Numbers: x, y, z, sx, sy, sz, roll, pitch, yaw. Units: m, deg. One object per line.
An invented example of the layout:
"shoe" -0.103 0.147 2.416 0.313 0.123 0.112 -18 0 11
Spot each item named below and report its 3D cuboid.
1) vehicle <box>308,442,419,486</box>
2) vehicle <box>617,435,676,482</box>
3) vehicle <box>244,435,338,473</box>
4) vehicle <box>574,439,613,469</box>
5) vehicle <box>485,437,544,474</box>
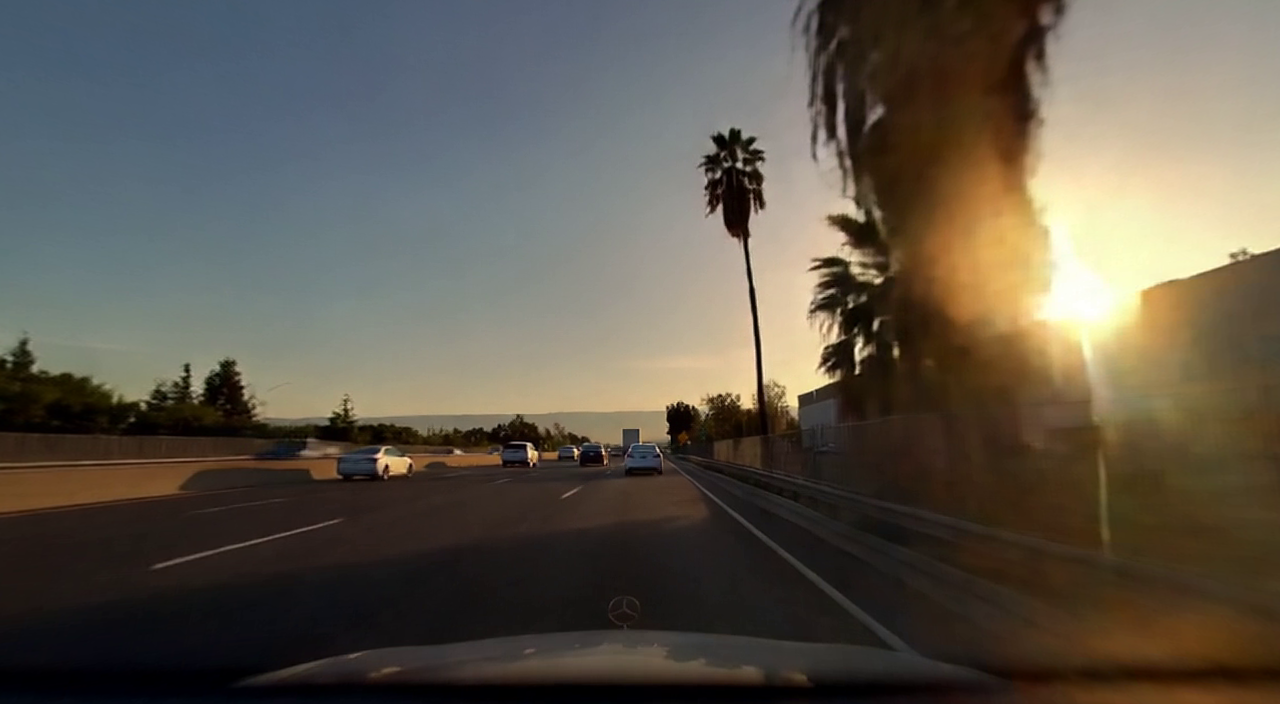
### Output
"vehicle" -10.416 4.231 24.264 1.910 1.501 5.004 0 -8 2
"vehicle" 0.248 4.177 24.975 2.136 1.678 4.052 0 -8 1
"vehicle" -20.689 6.038 37.749 2.304 2.072 5.532 0 -8 2
"vehicle" -3.016 6.770 42.080 2.108 1.832 4.549 0 -8 2
"vehicle" -6.616 5.507 33.823 2.105 1.790 4.689 0 -8 2
